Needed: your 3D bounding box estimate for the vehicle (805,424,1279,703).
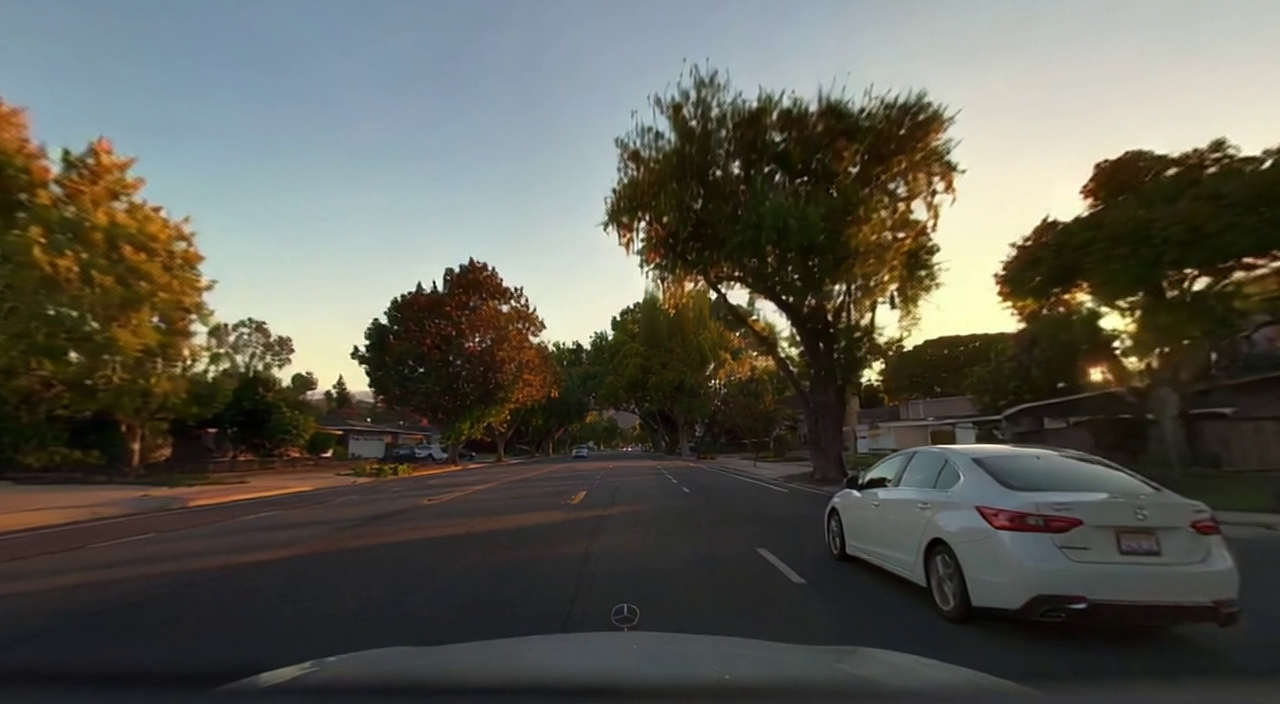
[{"bbox_3d":[3.094,1.471,5.590,2.057,1.493,4.225,0,-9,-1],"label":"vehicle"}]
